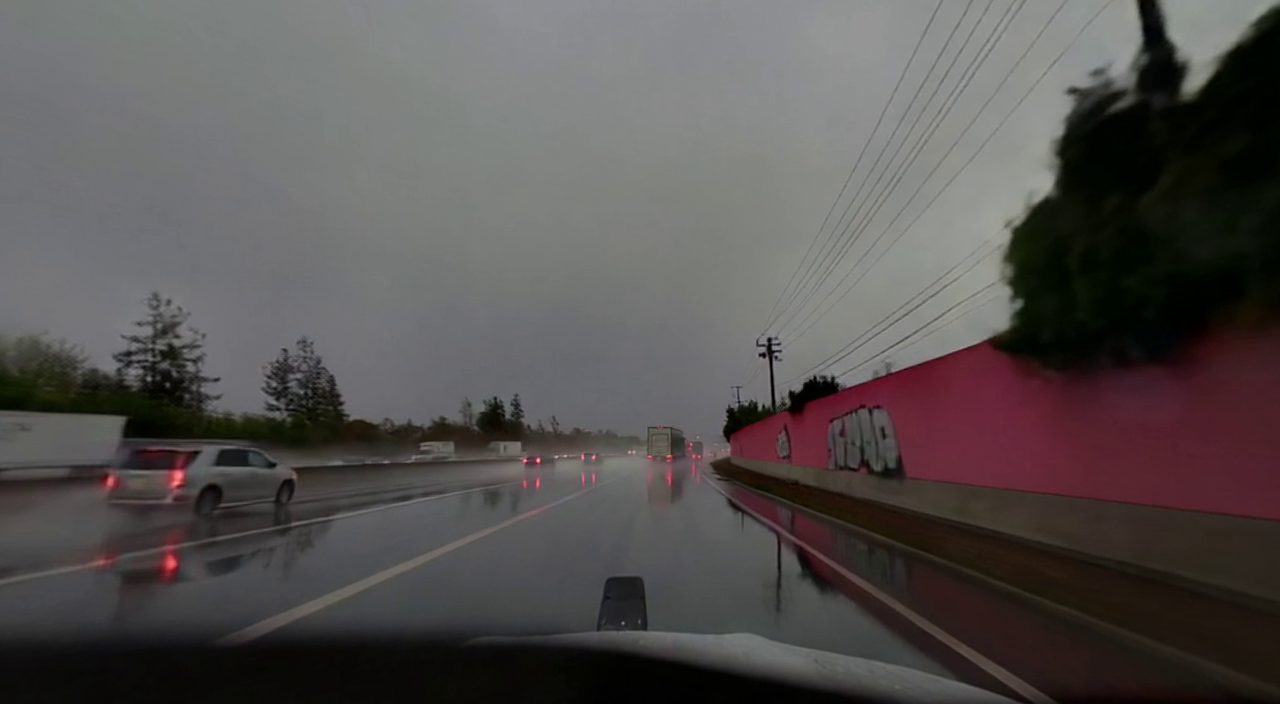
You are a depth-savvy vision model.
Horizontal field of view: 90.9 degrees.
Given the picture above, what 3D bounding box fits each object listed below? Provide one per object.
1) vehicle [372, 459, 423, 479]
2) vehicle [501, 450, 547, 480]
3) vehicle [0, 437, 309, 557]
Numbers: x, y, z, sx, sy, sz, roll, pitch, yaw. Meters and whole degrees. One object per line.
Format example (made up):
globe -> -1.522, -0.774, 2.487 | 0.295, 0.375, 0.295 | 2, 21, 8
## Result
vehicle -> -17.834, 8.614, 46.502 | 1.944, 1.385, 3.712 | -1, -9, 6
vehicle -> -6.143, 5.987, 33.659 | 1.708, 1.489, 2.840 | -1, -9, 4
vehicle -> -7.538, 2.232, 10.336 | 1.966, 1.565, 3.766 | -1, -9, 3
